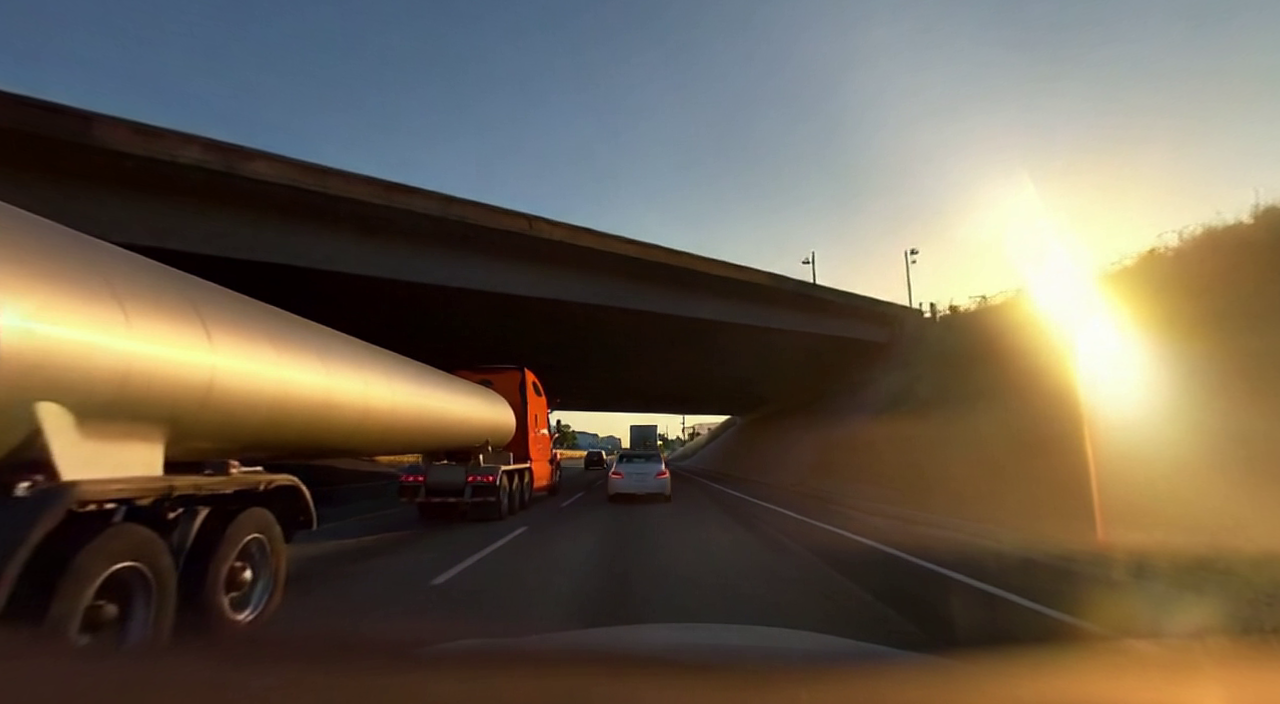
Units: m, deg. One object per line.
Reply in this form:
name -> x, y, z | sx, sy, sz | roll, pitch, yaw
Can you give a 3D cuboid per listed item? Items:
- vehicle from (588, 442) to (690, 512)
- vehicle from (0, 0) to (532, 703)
vehicle -> -0.009, 3.040, 15.879 | 2.215, 1.481, 4.246 | 0, -9, 0
vehicle -> -4.159, 0.874, 8.226 | 2.896, 3.563, 14.643 | 0, -9, 0
